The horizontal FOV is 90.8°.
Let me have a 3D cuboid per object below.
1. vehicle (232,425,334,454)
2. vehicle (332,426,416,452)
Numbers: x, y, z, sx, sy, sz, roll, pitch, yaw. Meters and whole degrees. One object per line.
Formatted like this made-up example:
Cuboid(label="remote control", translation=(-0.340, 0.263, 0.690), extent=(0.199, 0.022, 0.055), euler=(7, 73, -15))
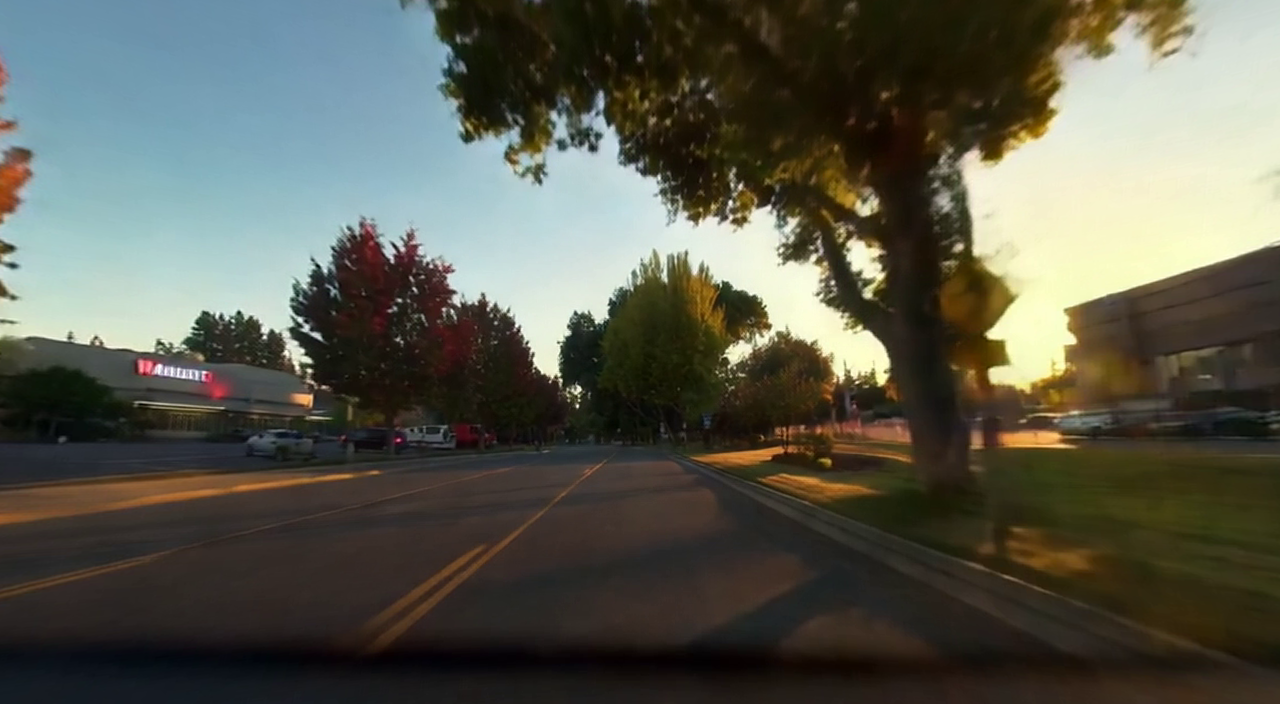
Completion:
Cuboid(label="vehicle", translation=(-18.549, 4.577, 32.966), extent=(4.238, 1.459, 1.753), euler=(0, -9, 2))
Cuboid(label="vehicle", translation=(-19.425, 6.388, 46.333), extent=(5.109, 1.891, 2.206), euler=(0, -8, -1))
